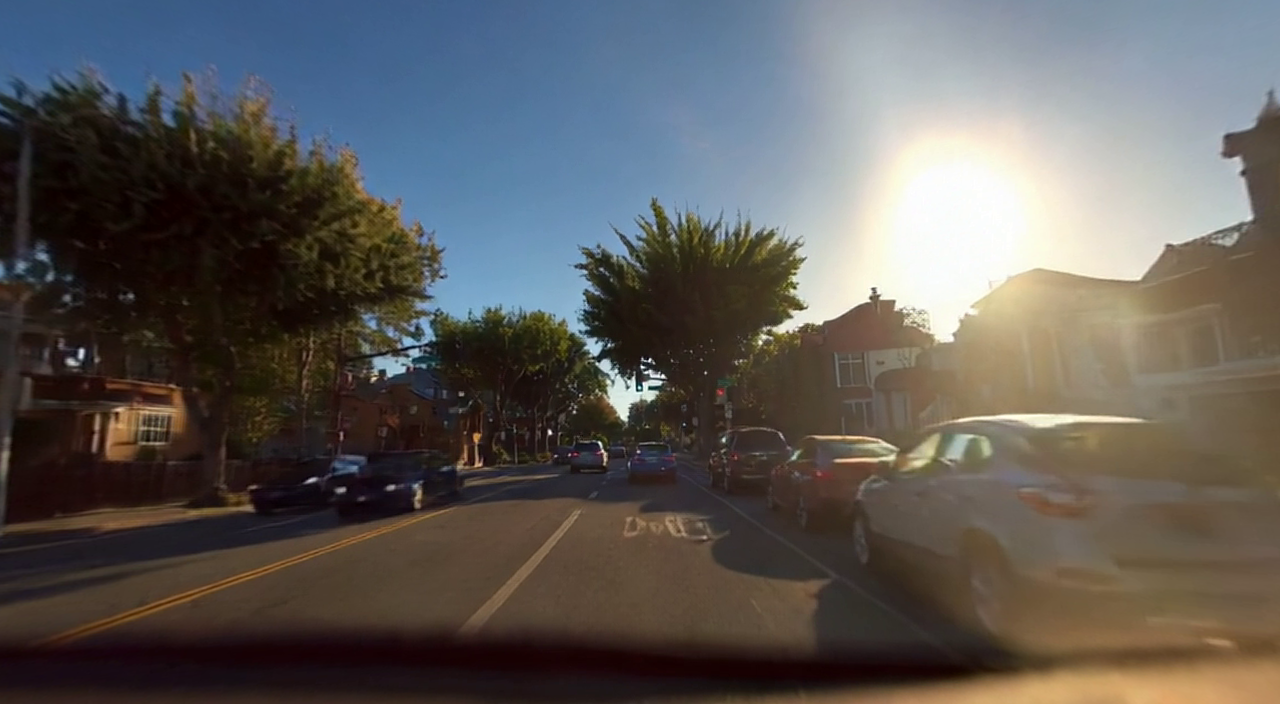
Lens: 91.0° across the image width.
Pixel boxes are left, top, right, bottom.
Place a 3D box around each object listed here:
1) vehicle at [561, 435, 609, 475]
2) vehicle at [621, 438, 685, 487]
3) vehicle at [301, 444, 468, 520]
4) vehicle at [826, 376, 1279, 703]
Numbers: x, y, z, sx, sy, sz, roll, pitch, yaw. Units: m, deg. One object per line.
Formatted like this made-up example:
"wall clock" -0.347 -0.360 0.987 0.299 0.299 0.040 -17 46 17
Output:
"vehicle" -2.625 5.071 31.137 1.983 1.841 4.013 0 -8 0
"vehicle" 0.378 3.758 21.726 1.998 1.518 4.015 0 -8 -1
"vehicle" -5.865 3.003 15.218 2.055 1.521 4.639 0 -8 1
"vehicle" 3.059 1.195 4.834 1.905 1.589 4.028 0 -8 -2
